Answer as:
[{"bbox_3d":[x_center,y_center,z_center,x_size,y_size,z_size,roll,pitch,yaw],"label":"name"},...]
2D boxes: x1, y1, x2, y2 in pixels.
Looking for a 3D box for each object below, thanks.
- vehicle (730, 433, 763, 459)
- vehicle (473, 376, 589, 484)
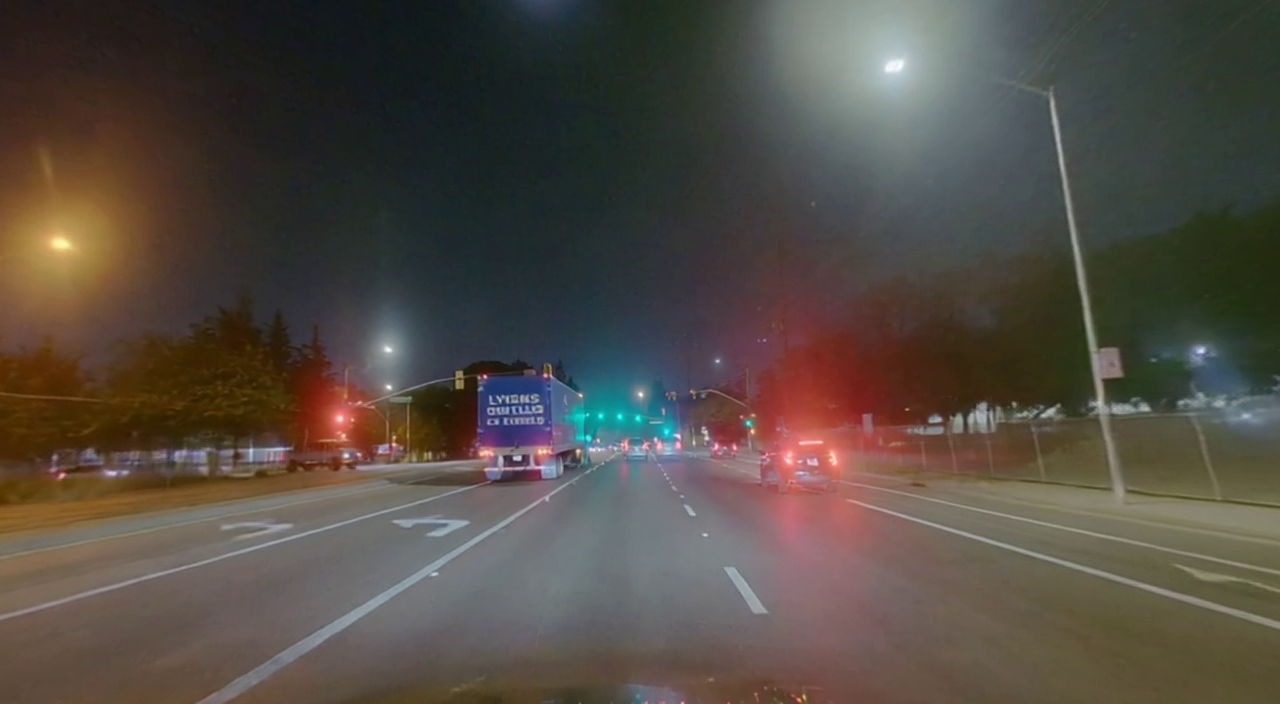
[{"bbox_3d":[7.281,6.450,43.333,2.102,1.662,4.533,-2,-8,9],"label":"vehicle"},{"bbox_3d":[-3.724,3.012,23.847,2.889,3.347,8.285,0,-8,0],"label":"vehicle"}]
